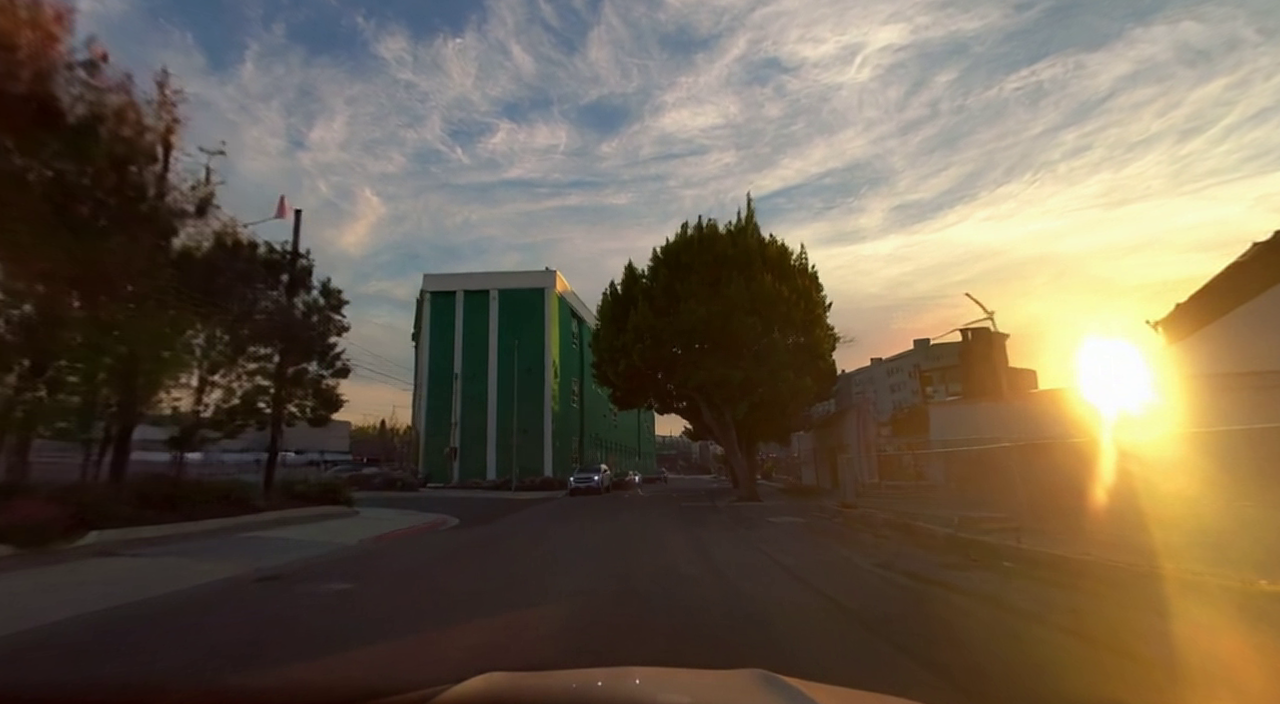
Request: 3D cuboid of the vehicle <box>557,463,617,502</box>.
[{"bbox_3d":[-2.649,6.690,32.564,2.022,1.776,4.625,-2,-10,9],"label":"vehicle"}]
